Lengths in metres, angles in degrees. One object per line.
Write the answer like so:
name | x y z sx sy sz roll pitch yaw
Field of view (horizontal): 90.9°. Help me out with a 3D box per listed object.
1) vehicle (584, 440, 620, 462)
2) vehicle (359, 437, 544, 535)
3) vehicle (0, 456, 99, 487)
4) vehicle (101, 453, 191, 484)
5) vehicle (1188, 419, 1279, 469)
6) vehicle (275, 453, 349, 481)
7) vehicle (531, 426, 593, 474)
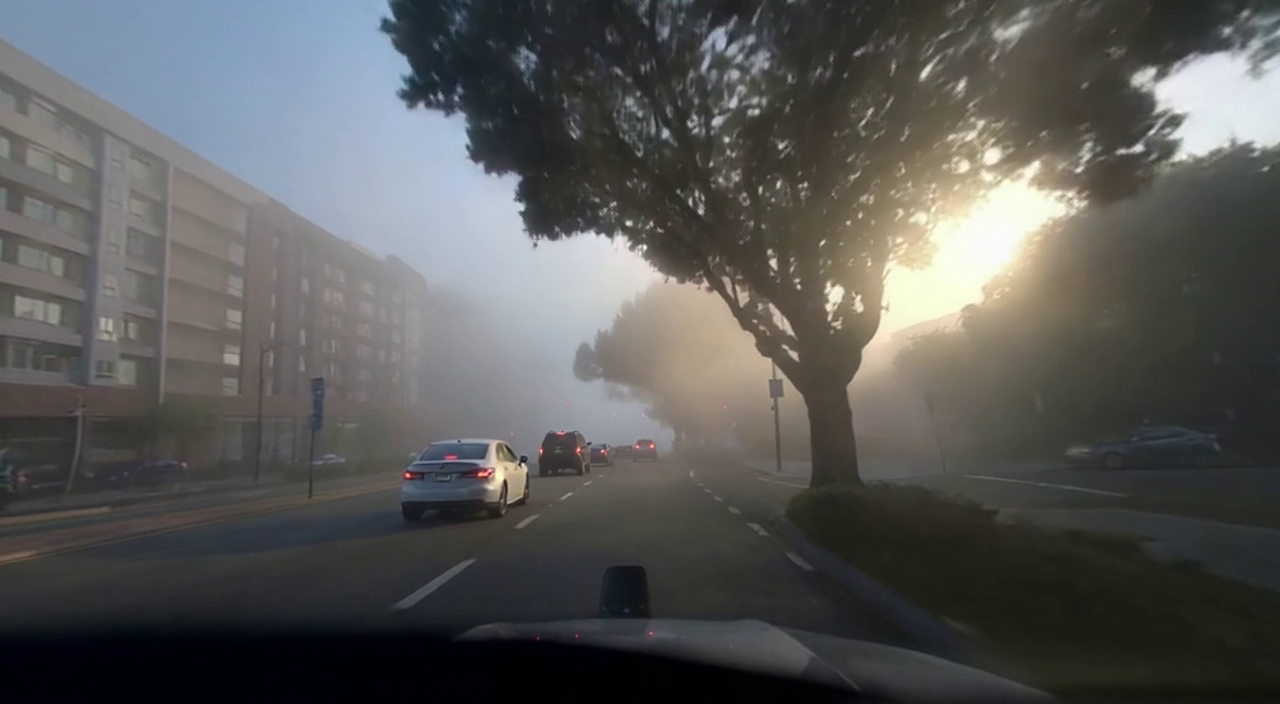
vehicle | -2.646 7.072 45.029 2.246 1.481 4.146 0 -9 2
vehicle | -3.055 2.267 11.307 1.959 1.406 4.272 0 -9 1
vehicle | -34.293 6.883 36.496 1.868 1.591 4.503 0 -9 0
vehicle | -28.669 6.744 36.768 1.859 1.614 4.102 0 -9 1
vehicle | 22.506 3.299 22.550 3.857 1.679 2.044 0 -9 -1
vehicle | -19.641 6.893 38.013 1.878 1.472 4.736 0 -9 1
vehicle | -3.438 4.421 28.611 2.152 1.987 4.527 0 -9 1
